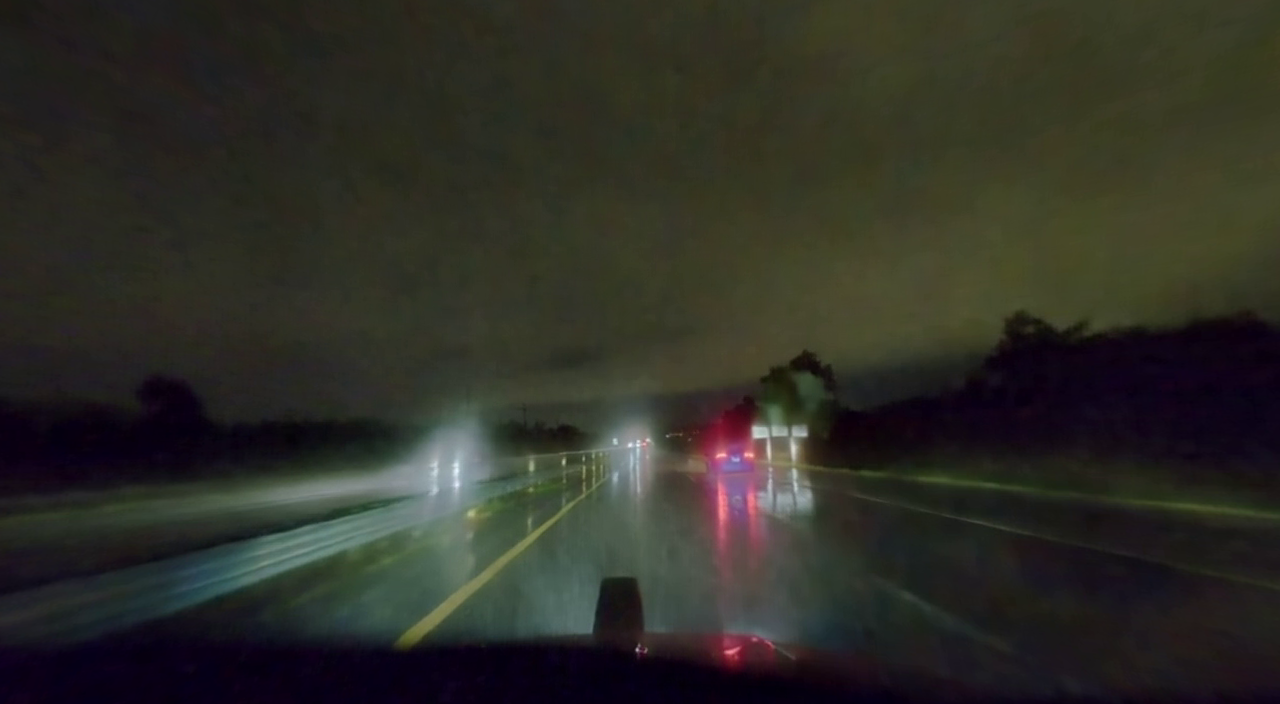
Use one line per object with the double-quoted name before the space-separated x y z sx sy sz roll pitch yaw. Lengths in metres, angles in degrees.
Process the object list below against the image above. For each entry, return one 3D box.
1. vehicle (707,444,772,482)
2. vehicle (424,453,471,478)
"vehicle" 4.106 4.671 26.634 1.981 1.440 4.125 0 -9 -1
"vehicle" -13.933 8.204 45.650 2.002 1.675 4.474 -1 -9 0
